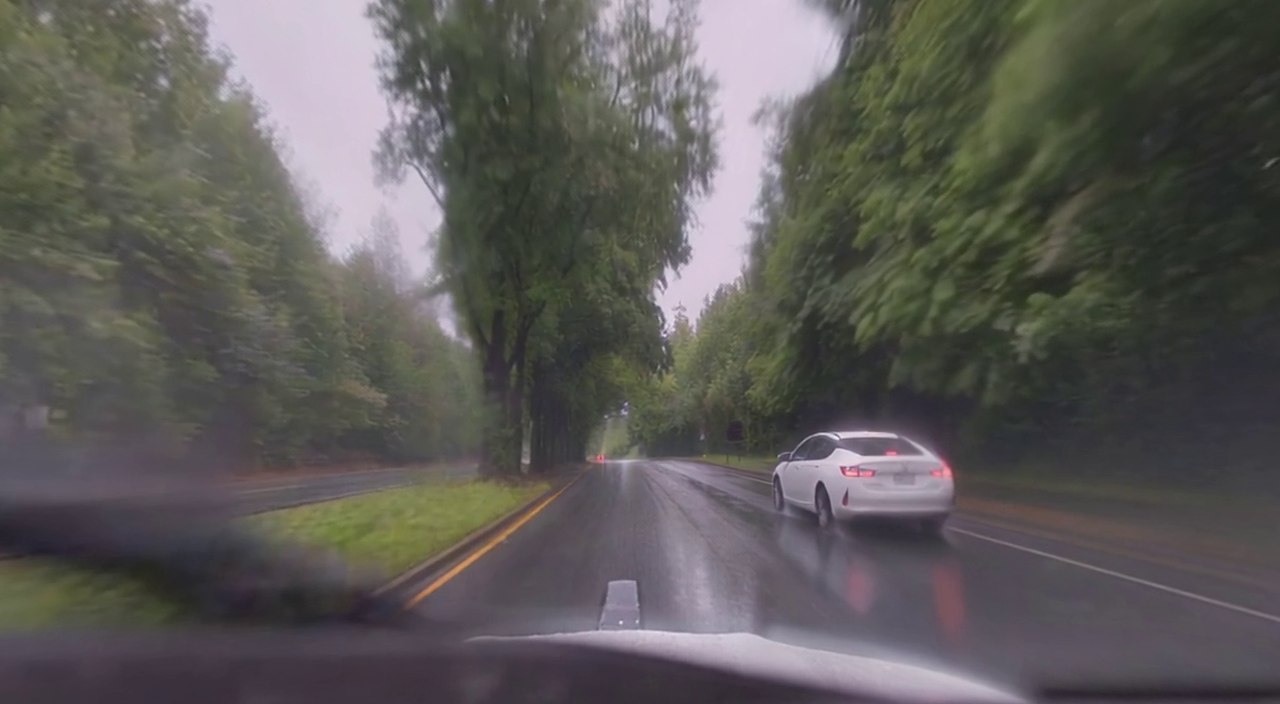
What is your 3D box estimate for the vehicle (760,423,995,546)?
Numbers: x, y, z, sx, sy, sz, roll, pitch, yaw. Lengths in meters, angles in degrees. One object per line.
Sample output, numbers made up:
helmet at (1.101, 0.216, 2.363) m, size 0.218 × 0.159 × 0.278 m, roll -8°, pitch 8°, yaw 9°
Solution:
vehicle at (3.526, 2.071, 10.557) m, size 2.060 × 1.584 × 4.592 m, roll 0°, pitch -9°, yaw -1°
